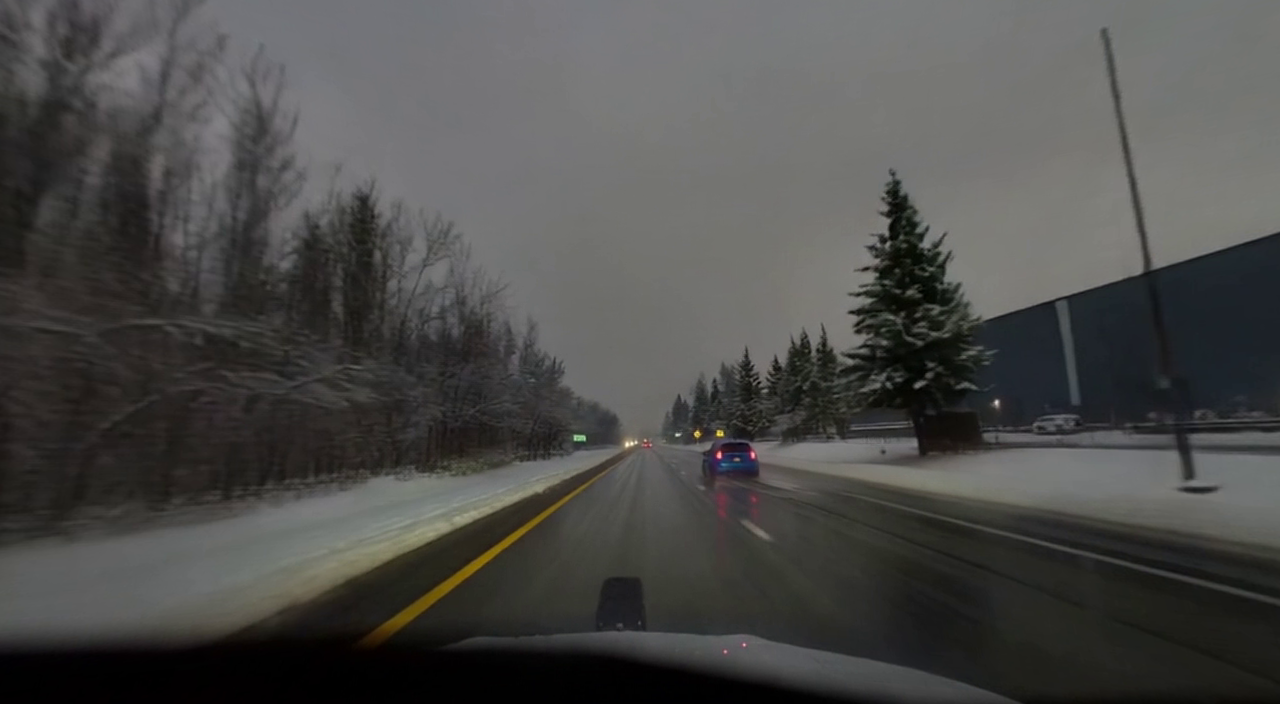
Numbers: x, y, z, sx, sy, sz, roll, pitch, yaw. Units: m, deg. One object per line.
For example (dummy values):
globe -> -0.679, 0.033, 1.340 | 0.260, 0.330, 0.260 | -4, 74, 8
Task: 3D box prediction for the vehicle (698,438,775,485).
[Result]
vehicle -> 3.431, 3.971, 23.060 | 2.079, 1.531, 3.997 | 0, -8, -1
